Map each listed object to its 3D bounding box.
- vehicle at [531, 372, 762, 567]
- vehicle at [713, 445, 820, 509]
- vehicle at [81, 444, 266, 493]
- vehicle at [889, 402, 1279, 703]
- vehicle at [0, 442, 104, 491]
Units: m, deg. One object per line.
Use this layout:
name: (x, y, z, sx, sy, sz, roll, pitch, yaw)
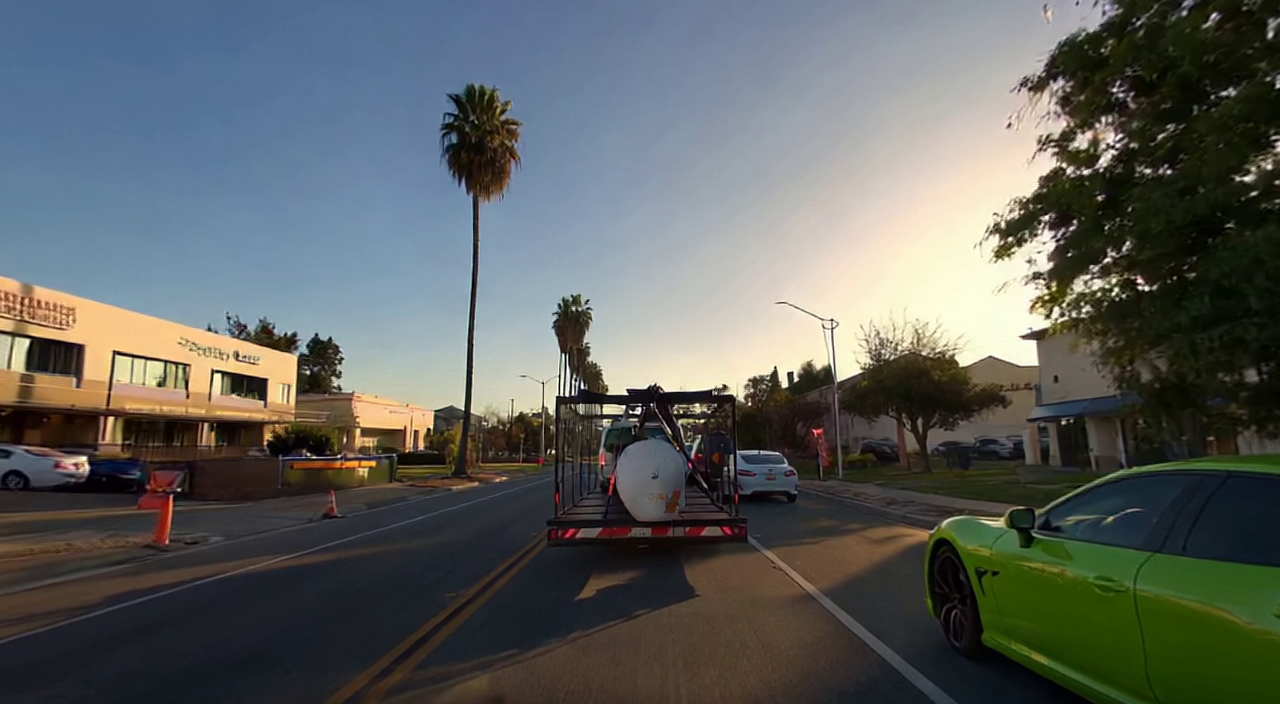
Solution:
vehicle: (0.094, 1.871, 10.789, 2.728, 2.305, 6.506, 0, -8, 0)
vehicle: (3.239, 3.279, 16.974, 2.010, 1.499, 4.107, 0, -8, -1)
vehicle: (-15.096, 3.764, 20.531, 4.490, 1.500, 1.875, 0, -9, -1)
vehicle: (3.094, 0.995, 2.456, 2.171, 1.520, 4.853, 0, -8, -1)
vehicle: (-20.450, 3.663, 20.235, 4.706, 1.468, 1.817, 0, -9, 2)
